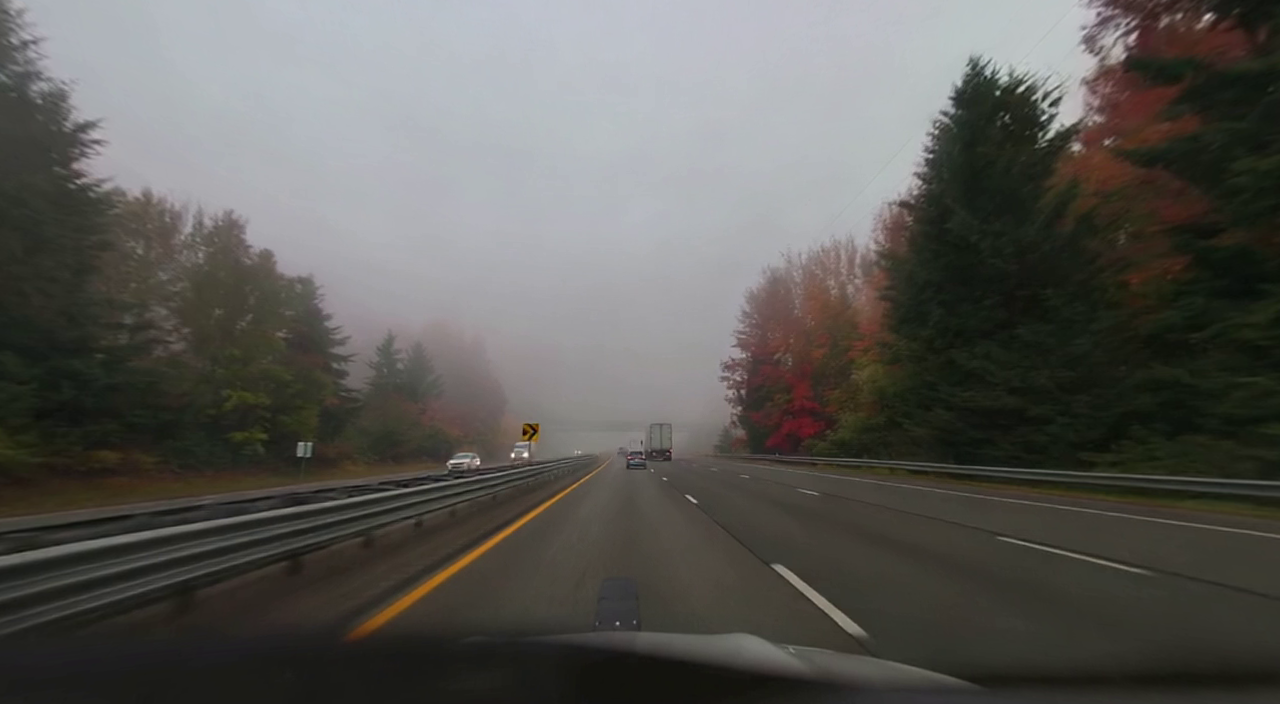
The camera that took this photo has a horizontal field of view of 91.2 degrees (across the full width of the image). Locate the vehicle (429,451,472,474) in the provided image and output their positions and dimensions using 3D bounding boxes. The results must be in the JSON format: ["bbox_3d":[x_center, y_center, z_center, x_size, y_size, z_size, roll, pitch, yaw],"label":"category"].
[{"bbox_3d":[-14.110,8.242,46.992,1.930,1.569,4.186,0,-9,0],"label":"vehicle"}]

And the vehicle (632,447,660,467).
[{"bbox_3d":[0.401,8.307,49.710,1.961,1.454,3.755,0,-9,-3],"label":"vehicle"}]
